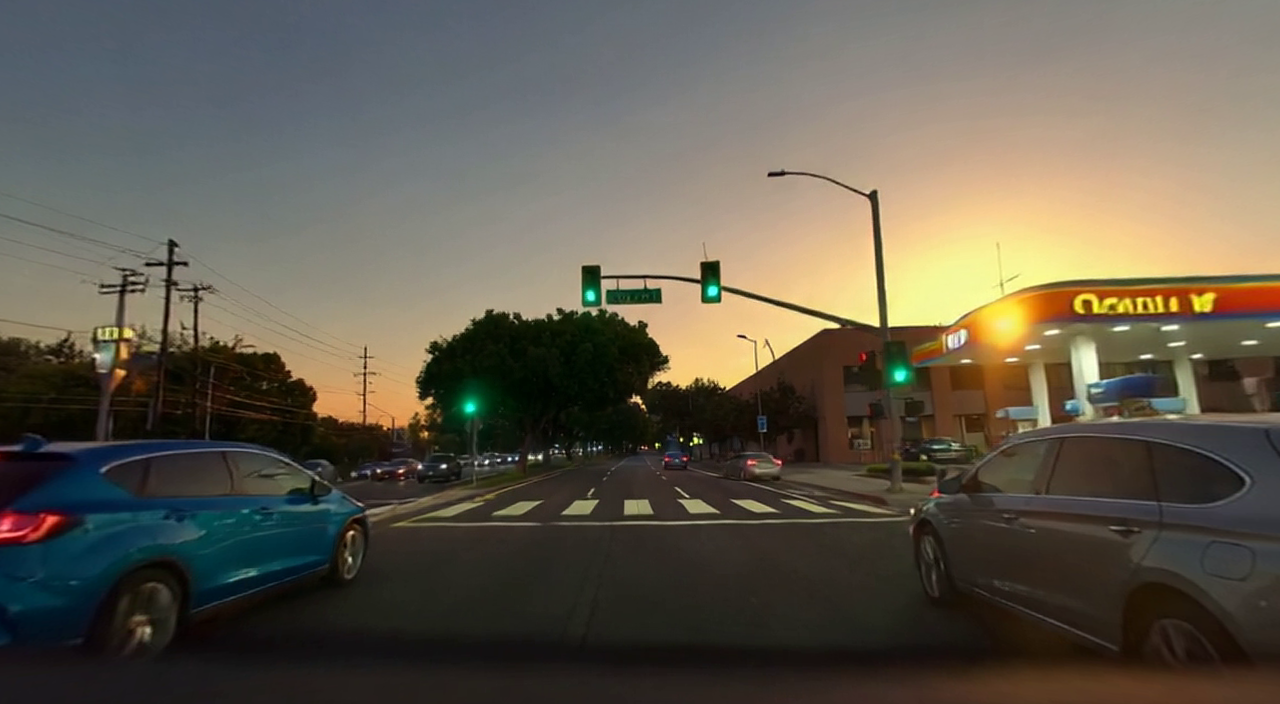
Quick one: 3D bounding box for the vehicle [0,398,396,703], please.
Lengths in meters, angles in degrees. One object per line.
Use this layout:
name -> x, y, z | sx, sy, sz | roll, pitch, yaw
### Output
vehicle -> -3.707, 1.330, 4.995 | 1.935, 1.617, 4.045 | 0, -9, 0

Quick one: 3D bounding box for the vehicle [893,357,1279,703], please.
vehicle -> 3.388, 1.033, 3.519 | 2.085, 1.655, 4.459 | 0, -9, 0

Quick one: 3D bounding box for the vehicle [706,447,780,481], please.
vehicle -> 5.454, 5.974, 34.012 | 2.066, 1.699, 4.419 | 3, -9, -19

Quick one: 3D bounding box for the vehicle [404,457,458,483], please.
vehicle -> -14.728, 8.350, 44.928 | 2.014, 1.616, 5.527 | 0, -9, 0
